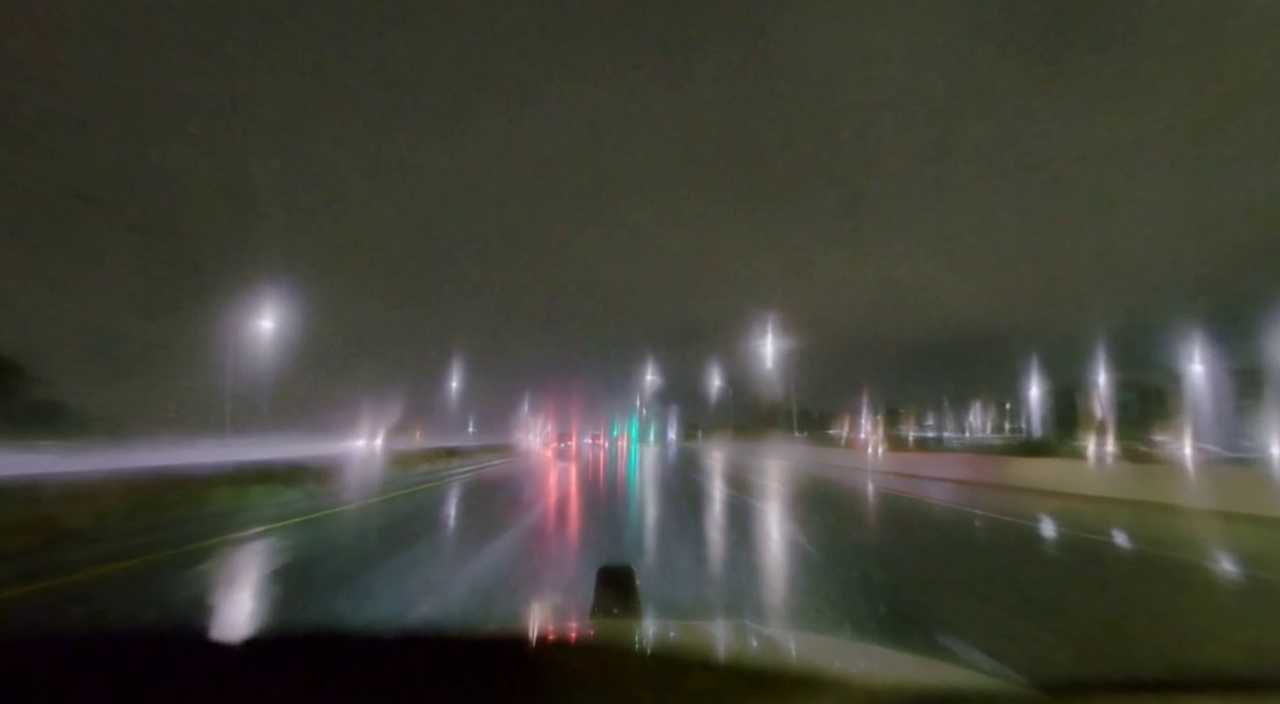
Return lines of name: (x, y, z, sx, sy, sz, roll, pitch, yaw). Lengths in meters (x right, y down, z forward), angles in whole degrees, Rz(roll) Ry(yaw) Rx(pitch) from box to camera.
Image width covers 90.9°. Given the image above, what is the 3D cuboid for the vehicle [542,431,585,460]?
vehicle: (-4.424, 5.513, 37.196, 2.062, 1.591, 4.156, 0, -8, -1)
